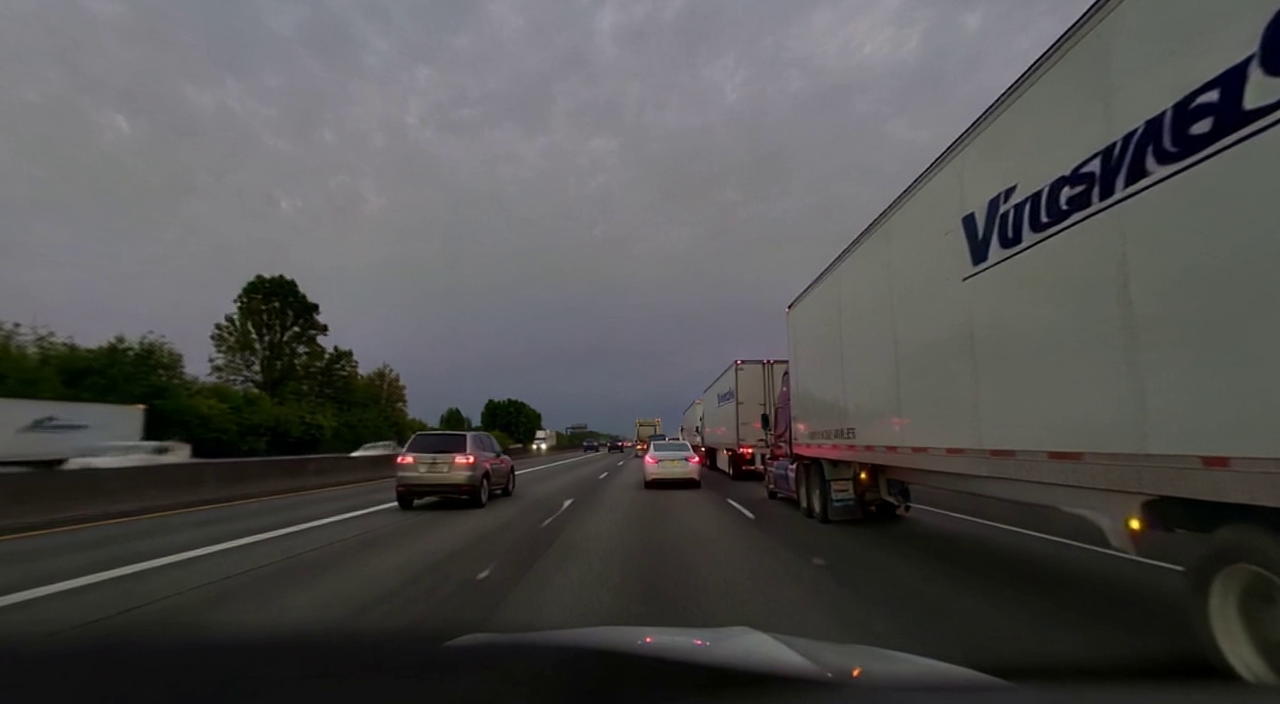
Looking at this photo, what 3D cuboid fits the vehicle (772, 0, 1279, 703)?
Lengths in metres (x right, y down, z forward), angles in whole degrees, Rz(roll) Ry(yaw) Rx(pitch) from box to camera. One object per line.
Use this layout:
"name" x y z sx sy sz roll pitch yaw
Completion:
"vehicle" 4.525 0.040 6.455 2.967 4.347 15.373 0 -8 0

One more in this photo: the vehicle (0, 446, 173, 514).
"vehicle" -14.898 3.196 16.405 1.974 1.441 4.499 0 -8 1

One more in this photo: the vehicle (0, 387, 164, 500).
"vehicle" -18.358 2.737 19.019 2.822 2.949 6.389 0 -8 1

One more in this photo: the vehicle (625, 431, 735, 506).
"vehicle" 0.775 2.627 14.818 2.200 1.495 4.282 0 -8 -1

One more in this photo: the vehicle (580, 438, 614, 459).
"vehicle" -3.244 7.441 48.712 2.181 1.538 4.169 0 -8 2

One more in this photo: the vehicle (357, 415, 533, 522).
"vehicle" -3.581 2.213 12.600 2.006 1.729 4.447 0 -8 1
